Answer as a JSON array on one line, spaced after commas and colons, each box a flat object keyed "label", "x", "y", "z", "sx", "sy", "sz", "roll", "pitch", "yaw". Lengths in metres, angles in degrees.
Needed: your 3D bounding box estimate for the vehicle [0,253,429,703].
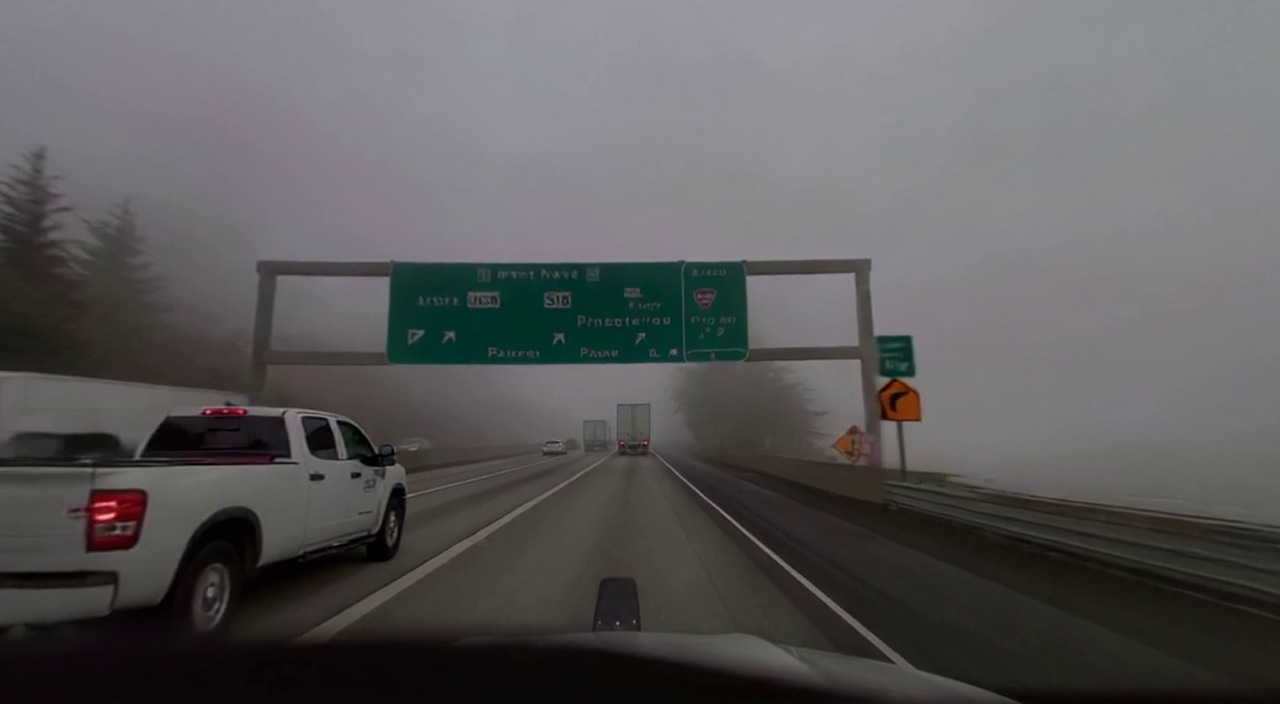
[{"label": "vehicle", "x": -3.520, "y": 0.946, "z": 4.761, "sx": 2.223, "sy": 2.045, "sz": 4.798, "roll": 0, "pitch": -8, "yaw": -1}]
